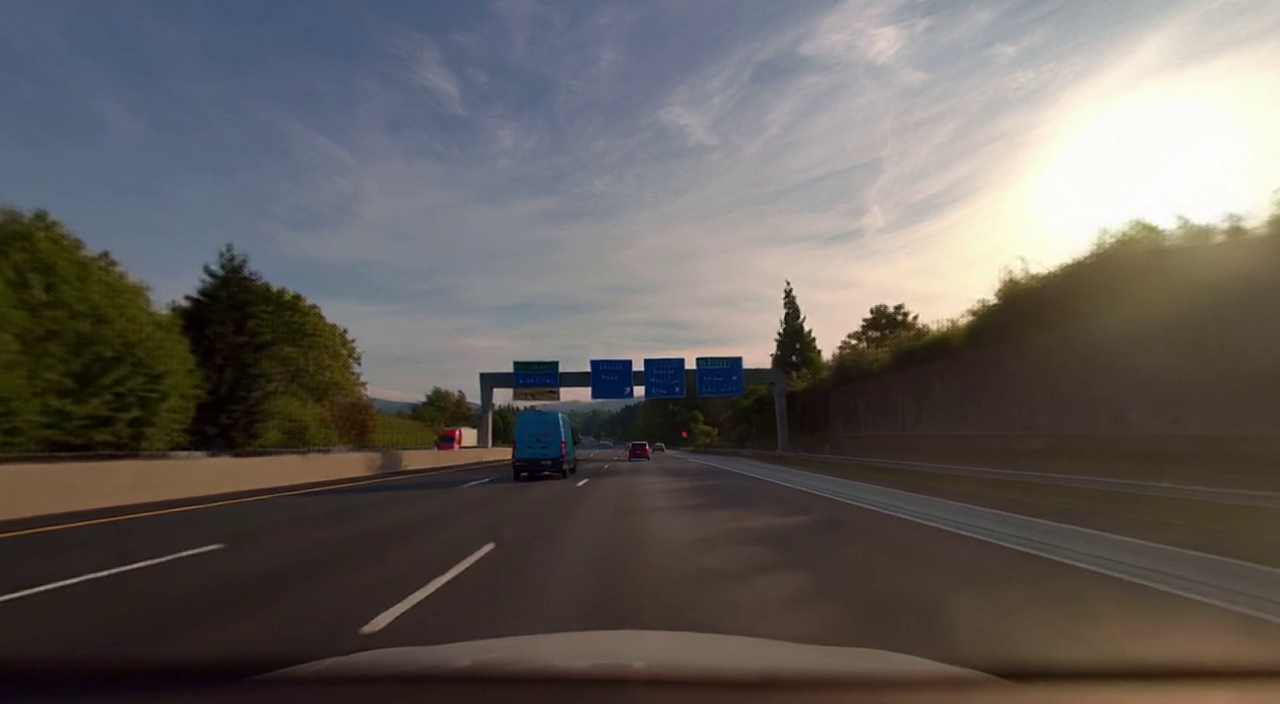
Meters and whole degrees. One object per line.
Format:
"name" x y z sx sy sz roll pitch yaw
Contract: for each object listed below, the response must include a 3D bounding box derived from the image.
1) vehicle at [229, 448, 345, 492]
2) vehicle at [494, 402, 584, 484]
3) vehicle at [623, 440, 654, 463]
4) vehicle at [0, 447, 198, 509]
"vehicle" -12.397 4.138 22.456 1.794 1.423 3.910 0 -9 1
"vehicle" -3.648 3.500 24.169 2.382 2.736 5.982 0 -9 0
"vehicle" -0.103 7.410 46.956 2.183 1.662 3.968 0 -9 0
"vehicle" -16.145 3.706 19.139 1.955 1.643 4.652 0 -9 1
